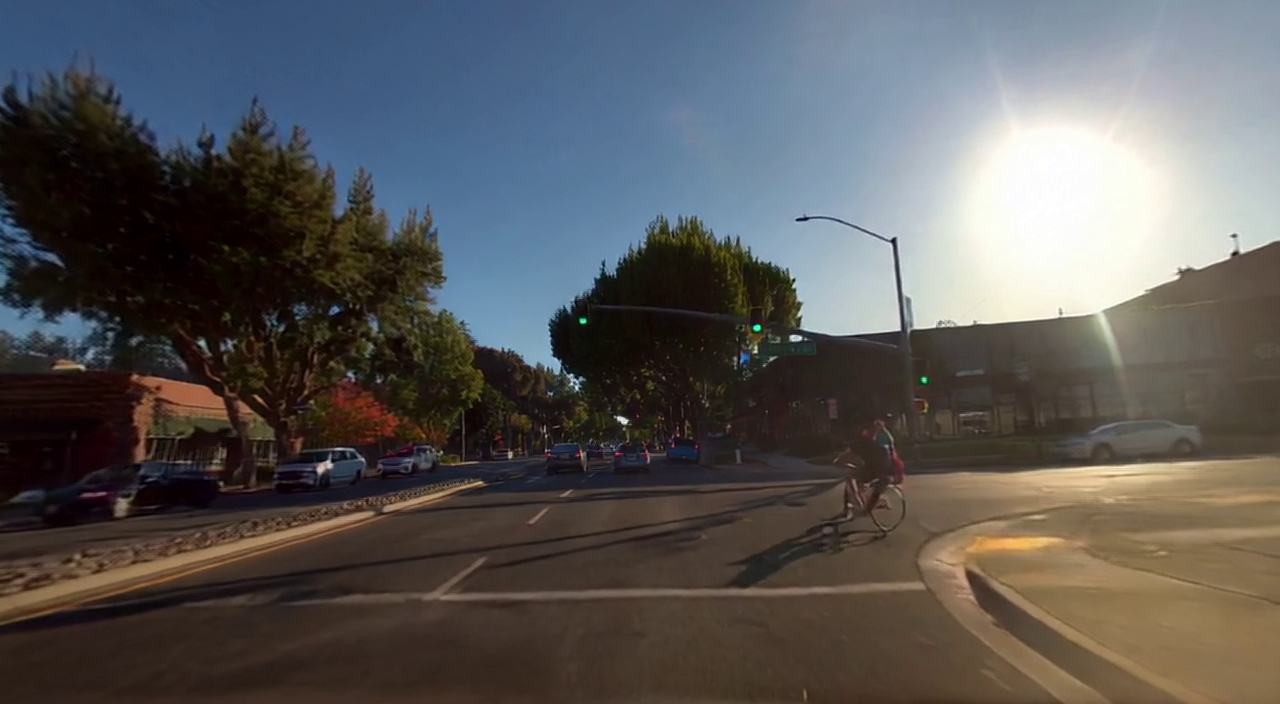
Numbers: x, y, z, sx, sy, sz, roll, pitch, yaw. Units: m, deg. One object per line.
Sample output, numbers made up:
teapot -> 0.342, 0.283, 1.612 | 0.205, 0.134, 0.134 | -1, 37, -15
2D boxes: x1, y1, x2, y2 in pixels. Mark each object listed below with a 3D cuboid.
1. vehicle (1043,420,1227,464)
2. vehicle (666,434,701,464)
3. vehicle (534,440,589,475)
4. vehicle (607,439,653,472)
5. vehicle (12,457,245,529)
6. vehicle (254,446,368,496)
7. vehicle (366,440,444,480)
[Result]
vehicle -> 17.222, 3.170, 22.216 | 4.517, 1.455, 2.233 | -1, -9, 3
vehicle -> 2.813, 6.441, 41.904 | 2.175, 1.850, 5.118 | 0, -8, 2
vehicle -> -3.498, 4.786, 28.866 | 1.921, 1.477, 4.083 | 0, -8, 1
vehicle -> -0.452, 4.937, 30.253 | 2.085, 1.475, 3.976 | 0, -8, 0
vehicle -> -12.574, 3.438, 16.051 | 1.909, 1.462, 4.608 | -1, -9, 3
vehicle -> -12.575, 4.532, 24.550 | 1.986, 1.712, 4.399 | 0, -8, 1
vehicle -> -12.424, 5.733, 33.808 | 2.260, 1.921, 4.902 | 0, -8, 0
